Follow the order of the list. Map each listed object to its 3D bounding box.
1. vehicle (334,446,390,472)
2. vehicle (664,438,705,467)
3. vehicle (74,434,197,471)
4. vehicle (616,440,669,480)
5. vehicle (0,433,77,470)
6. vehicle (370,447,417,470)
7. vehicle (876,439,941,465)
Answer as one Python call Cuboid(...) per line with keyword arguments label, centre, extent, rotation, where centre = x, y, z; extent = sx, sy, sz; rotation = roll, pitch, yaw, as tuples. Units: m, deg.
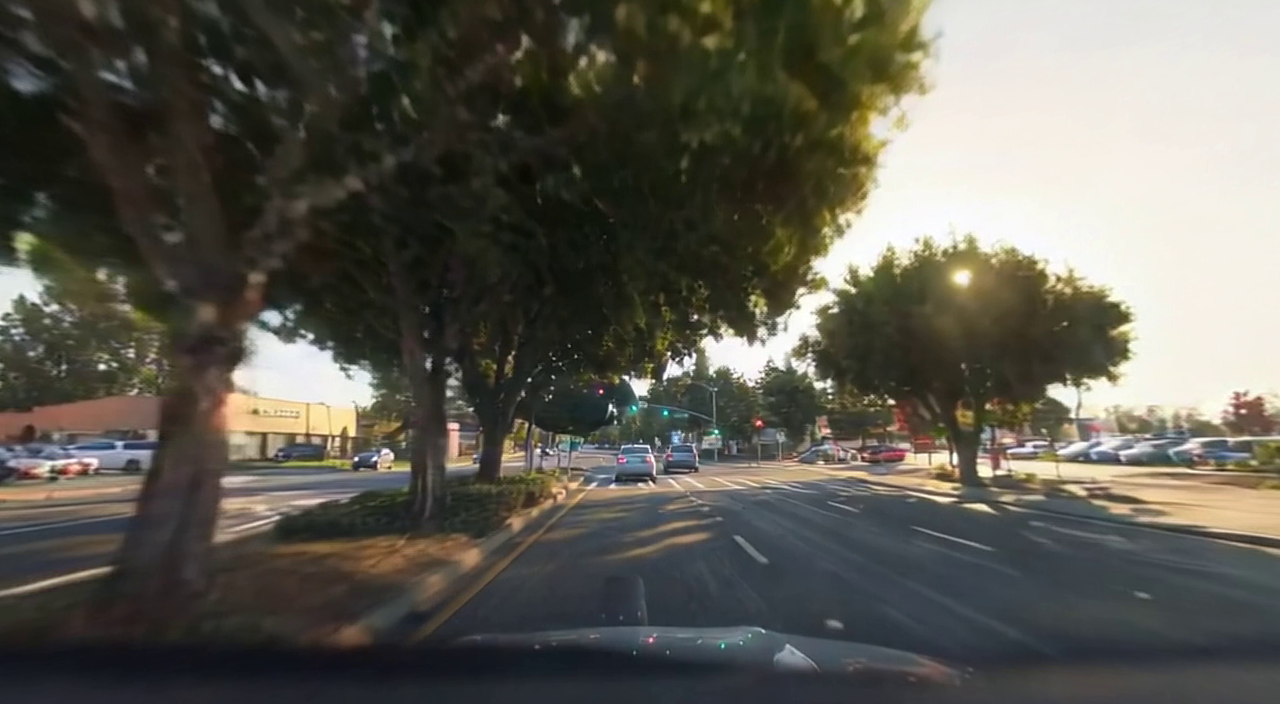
Cuboid(label="vehicle", centre=(-19.115, 7.365, 43.473), extent=(1.967, 1.680, 4.396), rotation=(-1, -9, -1))
Cuboid(label="vehicle", centre=(3.343, 7.776, 48.927), extent=(2.731, 2.101, 6.047), rotation=(0, -8, 0))
Cuboid(label="vehicle", centre=(-30.670, 6.133, 38.368), extent=(5.713, 2.148, 2.107), rotation=(0, -9, 4))
Cuboid(label="vehicle", centre=(0.082, 4.646, 27.374), extent=(2.145, 1.572, 4.021), rotation=(0, -8, -1))
Cuboid(label="vehicle", centre=(-37.110, 5.931, 37.591), extent=(4.993, 2.132, 2.055), rotation=(0, -8, 4))
Cuboid(label="vehicle", centre=(-19.124, 8.254, 48.988), extent=(1.920, 1.638, 4.299), rotation=(0, -8, 0))
Cuboid(label="vehicle", centre=(20.453, 7.645, 48.362), extent=(2.254, 1.804, 5.953), rotation=(-1, -9, -1))
